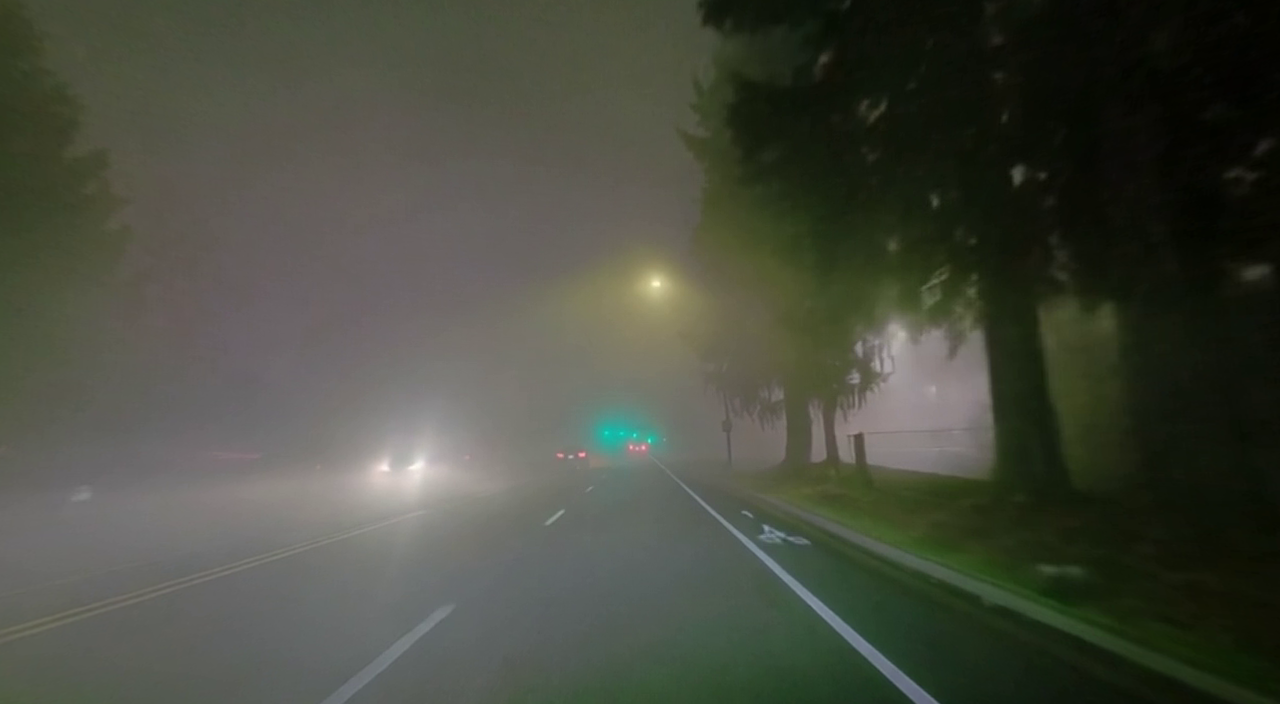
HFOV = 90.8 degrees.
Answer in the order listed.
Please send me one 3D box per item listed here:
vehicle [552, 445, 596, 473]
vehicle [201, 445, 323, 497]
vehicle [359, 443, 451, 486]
[{"bbox_3d":[-3.530,5.810,34.532,1.992,1.447,4.044,0,-9,0],"label":"vehicle"},{"bbox_3d":[-17.467,5.465,29.651,2.255,1.987,5.723,-4,-8,1],"label":"vehicle"},{"bbox_3d":[-10.135,4.874,27.728,2.168,1.703,4.753,0,-9,0],"label":"vehicle"}]
